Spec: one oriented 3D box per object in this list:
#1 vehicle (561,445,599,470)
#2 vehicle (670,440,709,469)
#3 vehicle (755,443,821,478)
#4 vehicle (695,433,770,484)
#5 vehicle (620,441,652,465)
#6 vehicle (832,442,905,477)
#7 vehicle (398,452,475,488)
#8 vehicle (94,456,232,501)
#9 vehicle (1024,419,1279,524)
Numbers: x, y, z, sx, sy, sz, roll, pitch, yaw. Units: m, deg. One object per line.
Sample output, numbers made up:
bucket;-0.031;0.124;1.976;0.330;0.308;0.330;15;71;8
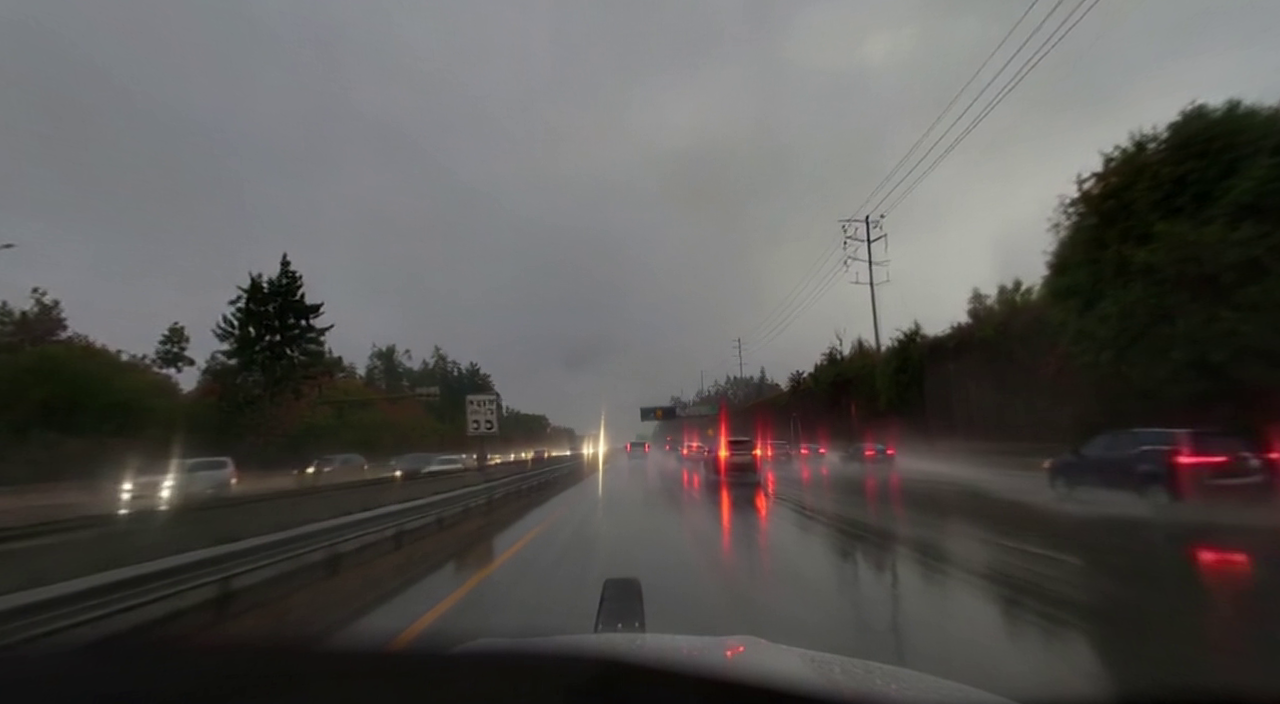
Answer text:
vehicle;-3.772;6.710;40.361;2.051;1.510;4.373;0;-8;0
vehicle;3.173;6.709;41.449;2.111;1.755;4.459;0;-8;-2
vehicle;6.776;4.996;29.346;1.909;1.507;4.471;0;-8;-1
vehicle;3.537;4.188;25.016;2.138;1.826;4.783;0;-8;-1
vehicle;-0.311;7.763;48.485;2.314;1.796;4.254;0;-8;-1
vehicle;10.440;4.913;29.050;1.850;1.492;3.767;0;-8;-1
vehicle;-8.900;5.173;27.944;1.920;1.415;4.383;0;-9;1
vehicle;-22.866;6.036;30.556;2.159;1.884;5.705;0;-8;1
vehicle;10.242;2.309;12.682;2.154;1.725;4.381;0;-8;-1
